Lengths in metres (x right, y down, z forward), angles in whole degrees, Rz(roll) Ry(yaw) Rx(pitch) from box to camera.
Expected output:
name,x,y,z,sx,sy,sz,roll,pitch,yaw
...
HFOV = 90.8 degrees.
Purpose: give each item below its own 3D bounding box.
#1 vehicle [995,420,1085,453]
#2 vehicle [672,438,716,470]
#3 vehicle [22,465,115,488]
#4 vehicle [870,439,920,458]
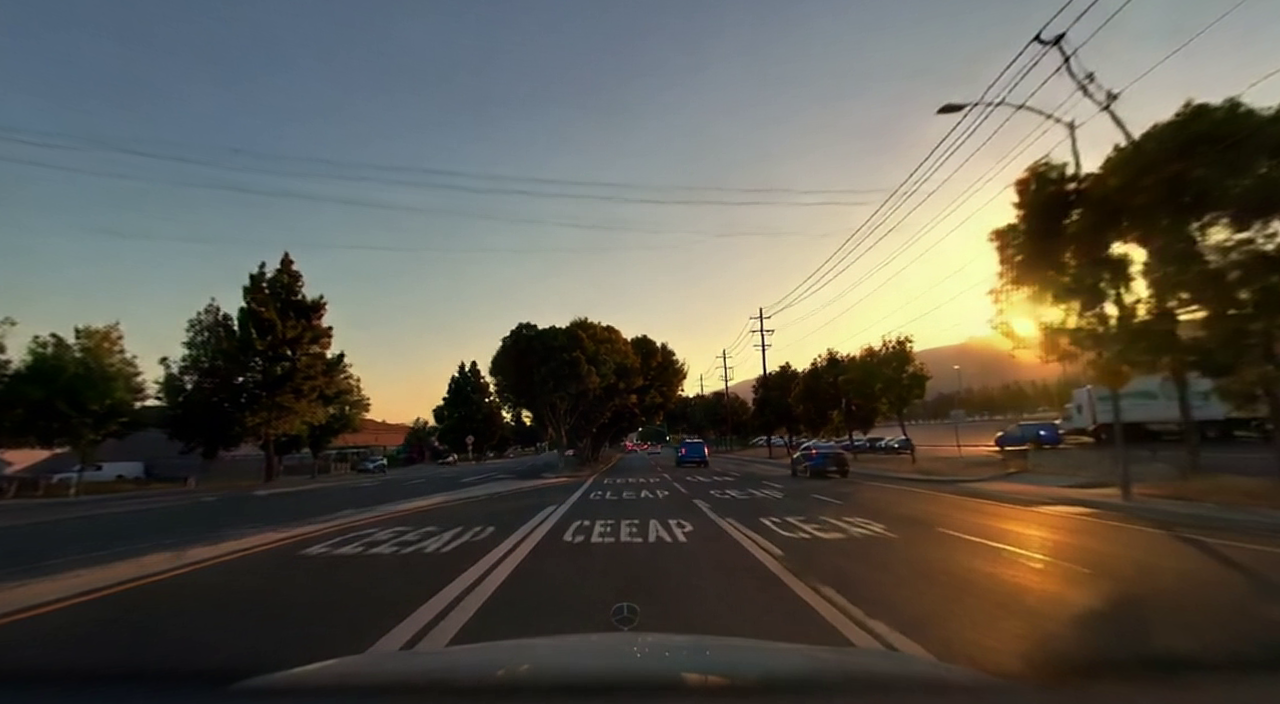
name,x,y,z,sx,sy,sz,roll,pitch,yaw
vehicle,29.584,6.351,47.066,2.406,2.215,6.315,-2,-8,-1
vehicle,3.120,6.056,37.742,2.086,1.803,4.607,0,-8,-2
vehicle,-40.508,8.806,44.858,4.585,1.482,1.937,0,-8,-2
vehicle,19.995,7.597,49.772,1.980,1.423,4.793,0,-8,0
